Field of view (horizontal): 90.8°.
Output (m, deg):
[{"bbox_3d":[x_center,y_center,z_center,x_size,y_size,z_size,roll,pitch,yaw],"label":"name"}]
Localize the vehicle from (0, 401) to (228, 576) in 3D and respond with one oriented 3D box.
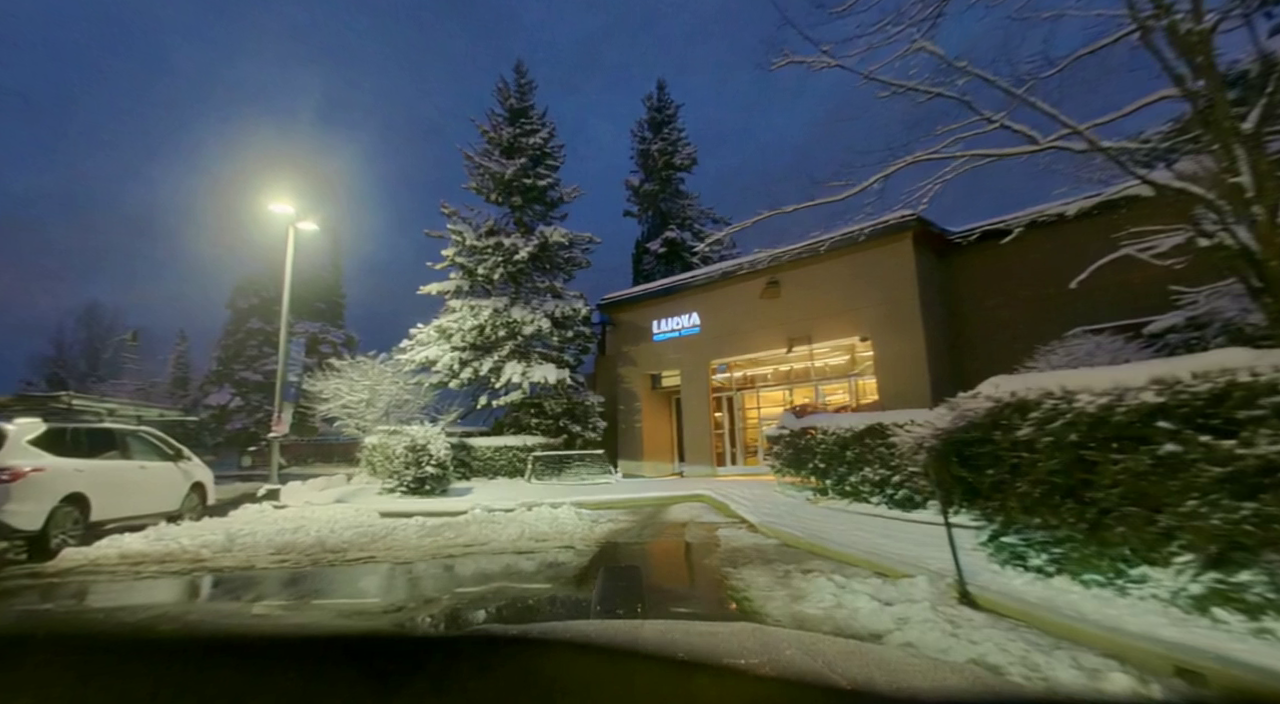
[{"bbox_3d":[-9.556,2.146,10.720,2.200,2.257,5.237,1,-9,-9],"label":"vehicle"}]
